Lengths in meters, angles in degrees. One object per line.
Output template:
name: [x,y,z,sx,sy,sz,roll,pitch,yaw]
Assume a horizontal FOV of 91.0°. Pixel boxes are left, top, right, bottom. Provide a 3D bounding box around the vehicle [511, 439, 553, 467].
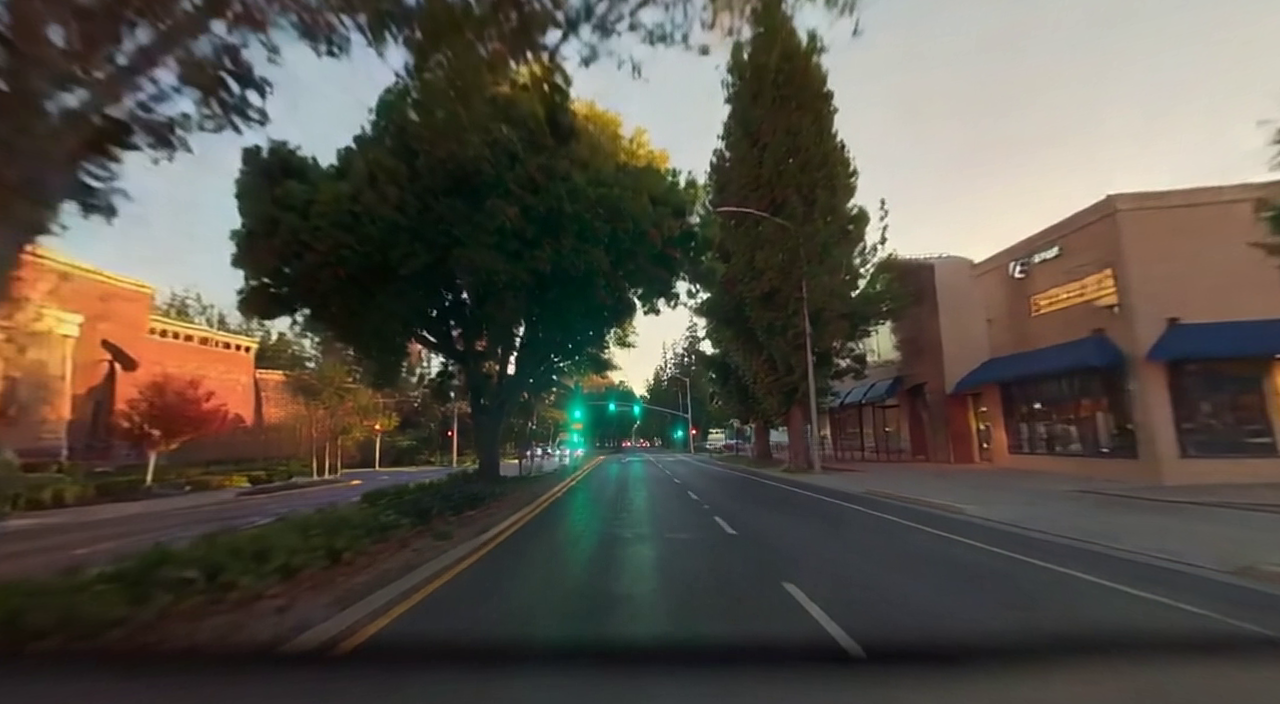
vehicle: [-7.876,7.432,46.430,2.176,1.850,4.909,-2,-8,0]
